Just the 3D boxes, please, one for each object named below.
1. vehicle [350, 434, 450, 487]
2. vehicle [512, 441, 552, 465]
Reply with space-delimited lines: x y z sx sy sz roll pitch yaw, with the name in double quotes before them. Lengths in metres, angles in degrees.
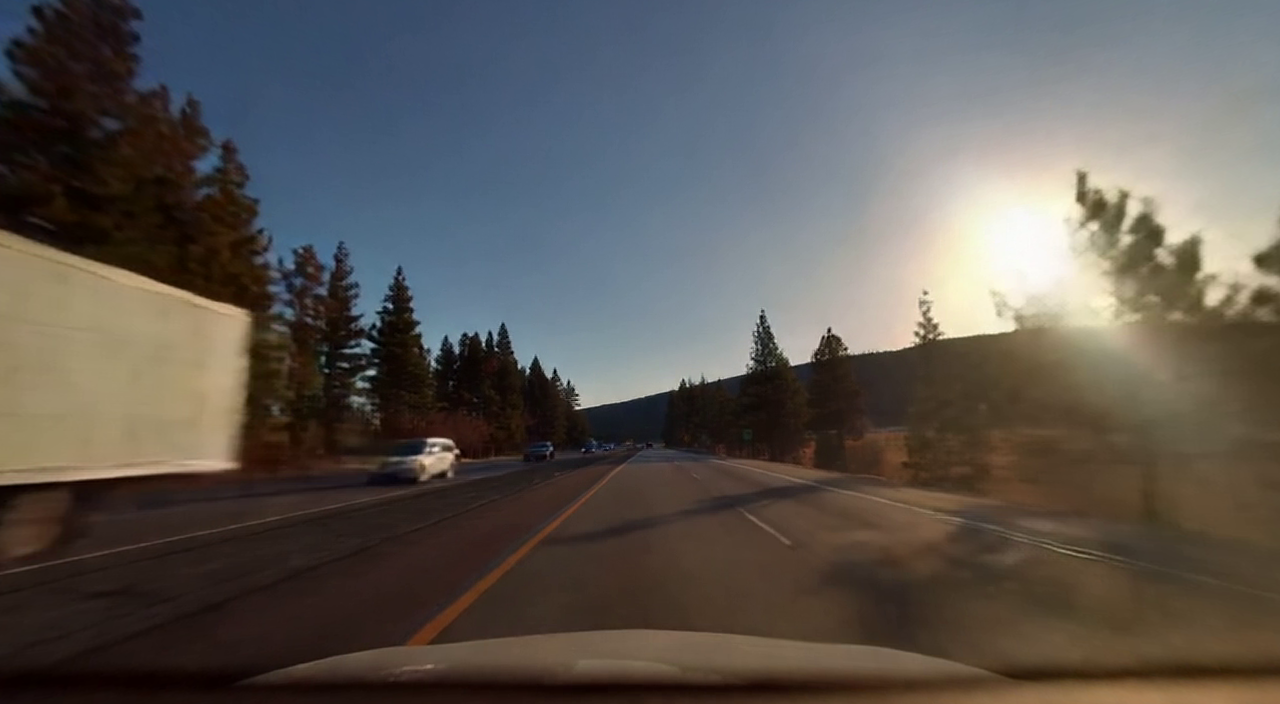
"vehicle" -9.273 4.204 24.838 2.034 1.864 4.688 0 -8 1
"vehicle" -8.167 7.654 47.922 2.113 1.697 4.718 0 -8 1
